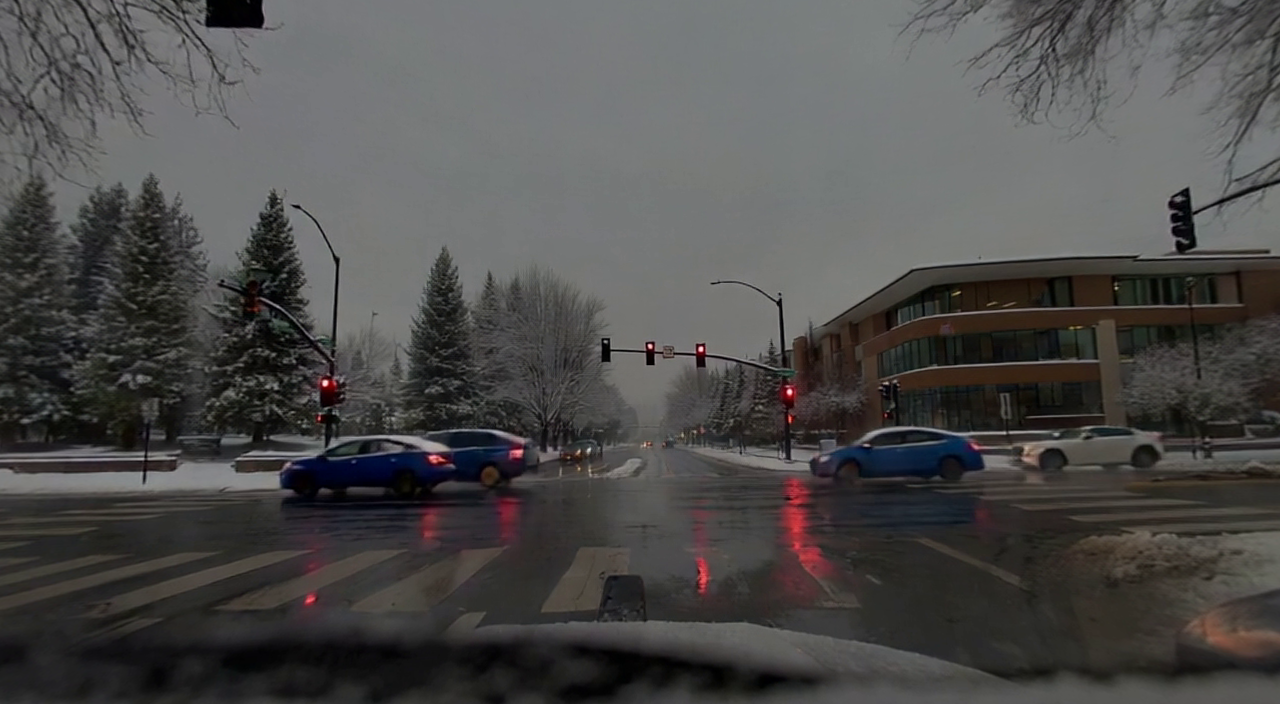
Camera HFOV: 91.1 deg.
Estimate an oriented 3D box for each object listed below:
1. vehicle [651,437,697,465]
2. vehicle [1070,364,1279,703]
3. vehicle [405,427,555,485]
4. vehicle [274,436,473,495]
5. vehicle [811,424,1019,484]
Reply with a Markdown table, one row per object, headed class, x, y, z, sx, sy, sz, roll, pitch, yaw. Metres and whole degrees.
| class | x | y | z | sx | sy | sz | roll | pitch | yaw |
| --- | --- | --- | --- | --- | --- | --- | --- | --- | --- |
| vehicle | 2.028 | 6.043 | 38.502 | 2.053 | 1.625 | 4.551 | 1 | -8 | -7 |
| vehicle | 2.890 | 0.672 | 0.829 | 1.947 | 1.576 | 3.825 | 0 | -8 | 1 |
| vehicle | -5.137 | 3.392 | 20.621 | 4.363 | 1.757 | 1.926 | 0 | -8 | 1 |
| vehicle | -6.985 | 3.010 | 16.834 | 4.464 | 1.472 | 1.867 | 0 | -8 | 0 |
| vehicle | 7.267 | 2.739 | 16.963 | 4.723 | 1.484 | 1.883 | 0 | -8 | 0 |
